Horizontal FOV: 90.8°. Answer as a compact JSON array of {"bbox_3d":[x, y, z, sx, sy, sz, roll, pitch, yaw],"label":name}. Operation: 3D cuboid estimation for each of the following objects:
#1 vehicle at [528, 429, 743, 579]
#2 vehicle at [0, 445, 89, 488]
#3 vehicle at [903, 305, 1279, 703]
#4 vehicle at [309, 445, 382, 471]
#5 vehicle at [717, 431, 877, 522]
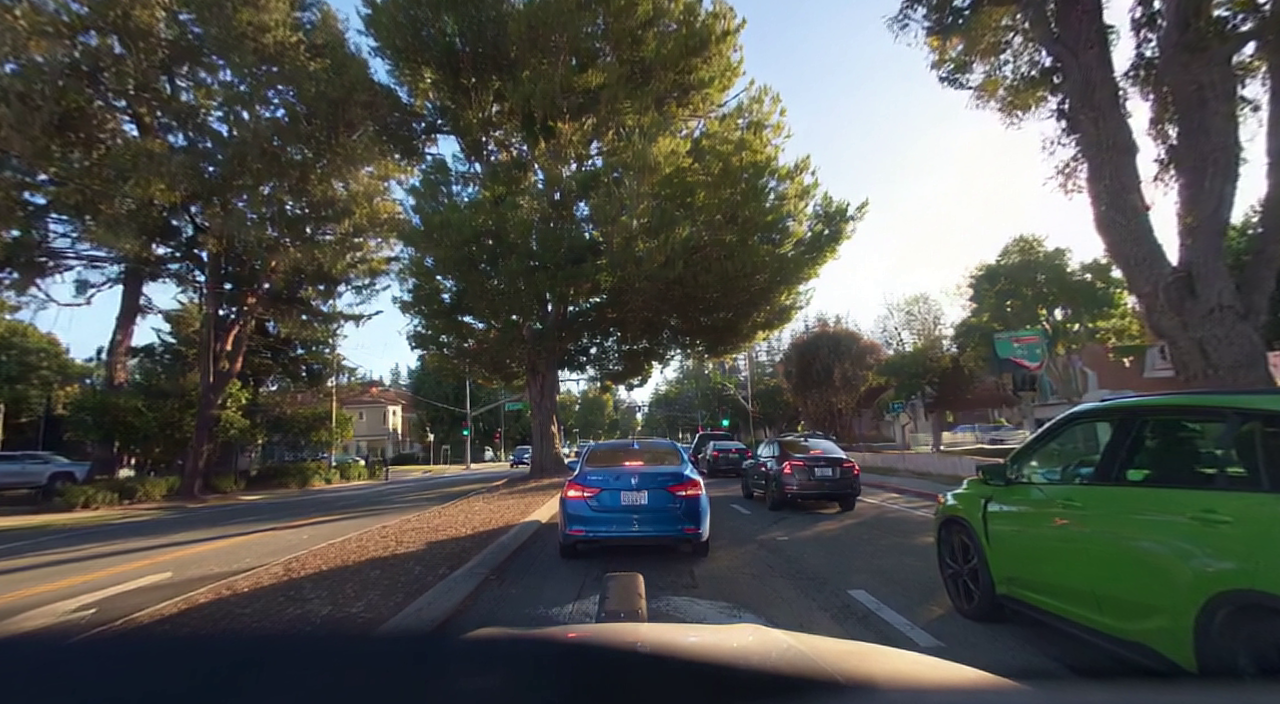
[{"bbox_3d":[-0.099,1.855,8.575,2.186,1.500,4.141,0,-8,-1],"label":"vehicle"},{"bbox_3d":[-22.580,4.083,22.625,4.092,1.438,1.639,-1,-8,1],"label":"vehicle"},{"bbox_3d":[3.359,0.867,3.356,2.006,1.766,4.345,0,-8,0],"label":"vehicle"},{"bbox_3d":[-19.890,7.154,42.780,3.957,1.630,1.881,0,-8,0],"label":"vehicle"},{"bbox_3d":[2.940,2.453,13.033,1.971,1.517,4.521,0,-8,-2],"label":"vehicle"}]
